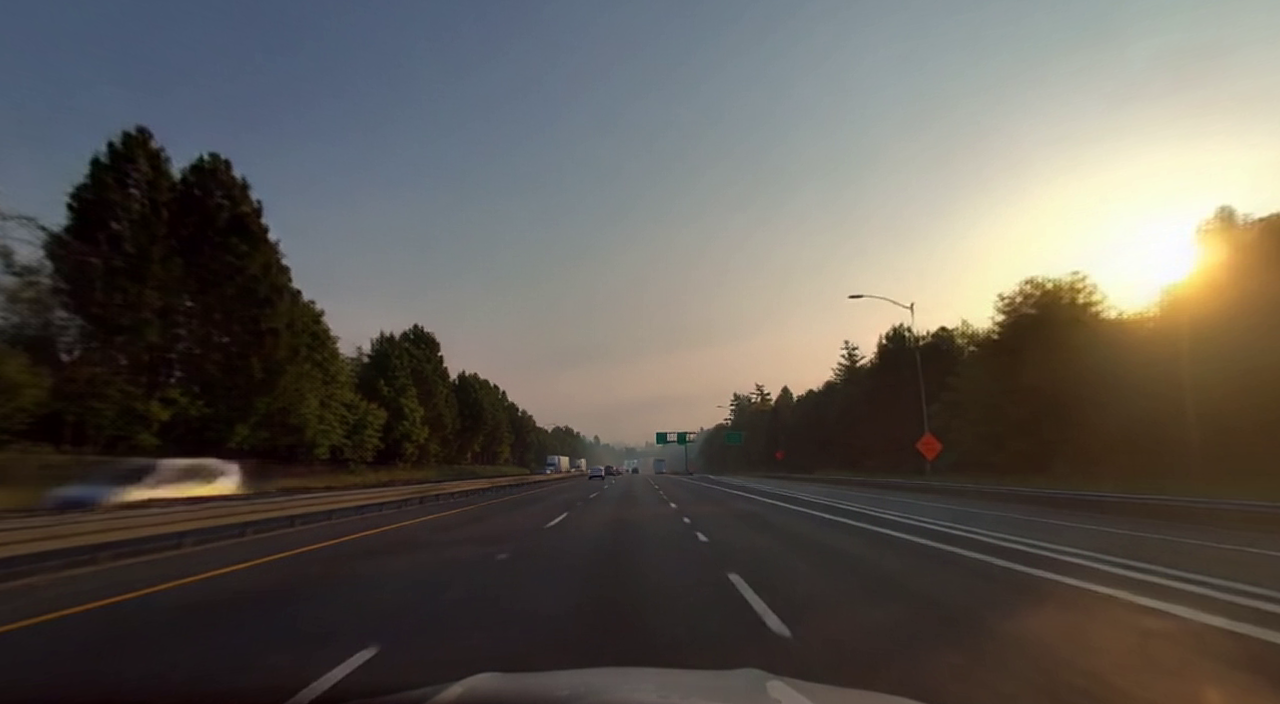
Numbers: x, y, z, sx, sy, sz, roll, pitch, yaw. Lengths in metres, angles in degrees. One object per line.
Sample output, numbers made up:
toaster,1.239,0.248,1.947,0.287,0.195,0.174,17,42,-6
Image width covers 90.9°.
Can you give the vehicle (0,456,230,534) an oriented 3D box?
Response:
vehicle,-12.118,3.295,14.932,1.864,1.517,4.275,1,-11,0
